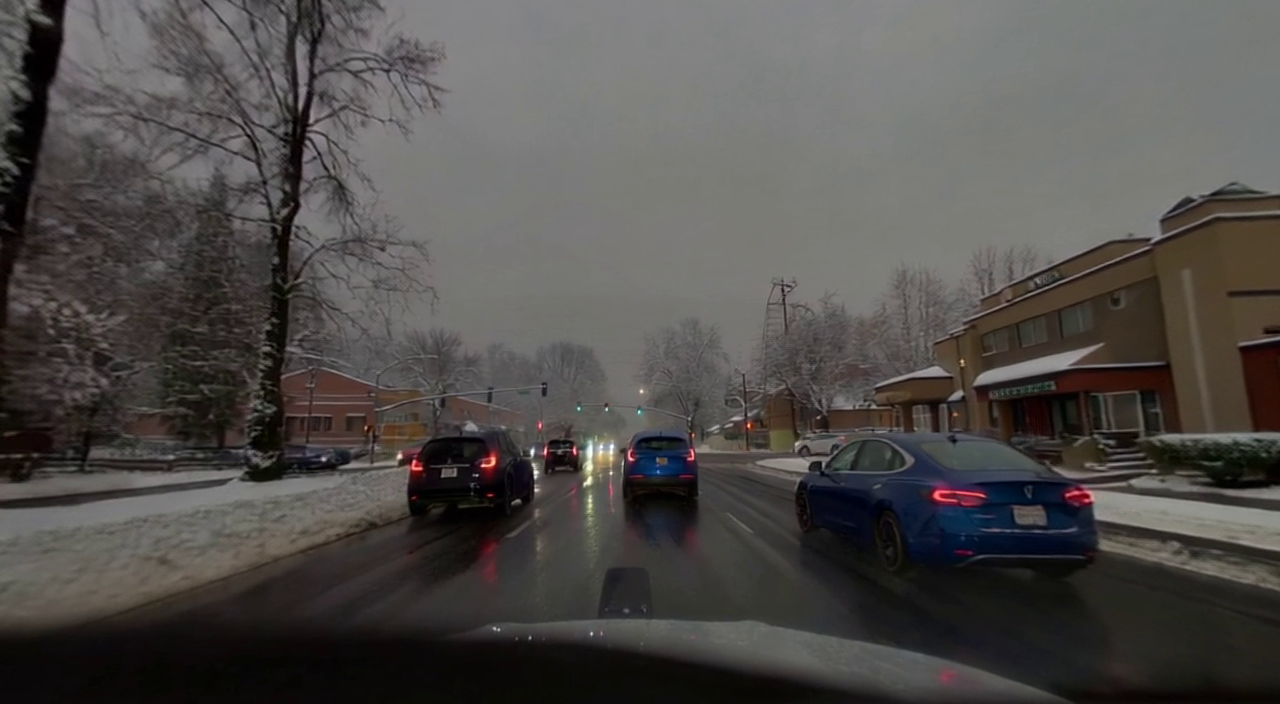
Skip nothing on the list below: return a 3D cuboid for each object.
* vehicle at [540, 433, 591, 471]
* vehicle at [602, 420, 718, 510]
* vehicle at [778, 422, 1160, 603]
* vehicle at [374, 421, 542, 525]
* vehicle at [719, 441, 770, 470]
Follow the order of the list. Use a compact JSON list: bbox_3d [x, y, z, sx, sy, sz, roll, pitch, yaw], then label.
[{"bbox_3d":[-3.589,4.897,31.028,2.014,1.755,4.360,0,-8,0],"label":"vehicle"},{"bbox_3d":[0.301,2.536,14.597,2.280,1.747,4.361,0,-8,-2],"label":"vehicle"},{"bbox_3d":[3.264,1.683,7.620,2.017,1.491,4.611,0,-8,-2],"label":"vehicle"},{"bbox_3d":[-3.371,2.348,12.797,2.043,1.687,4.676,0,-8,-1],"label":"vehicle"},{"bbox_3d":[5.781,5.787,35.426,2.010,1.486,4.498,0,-8,-1],"label":"vehicle"}]
